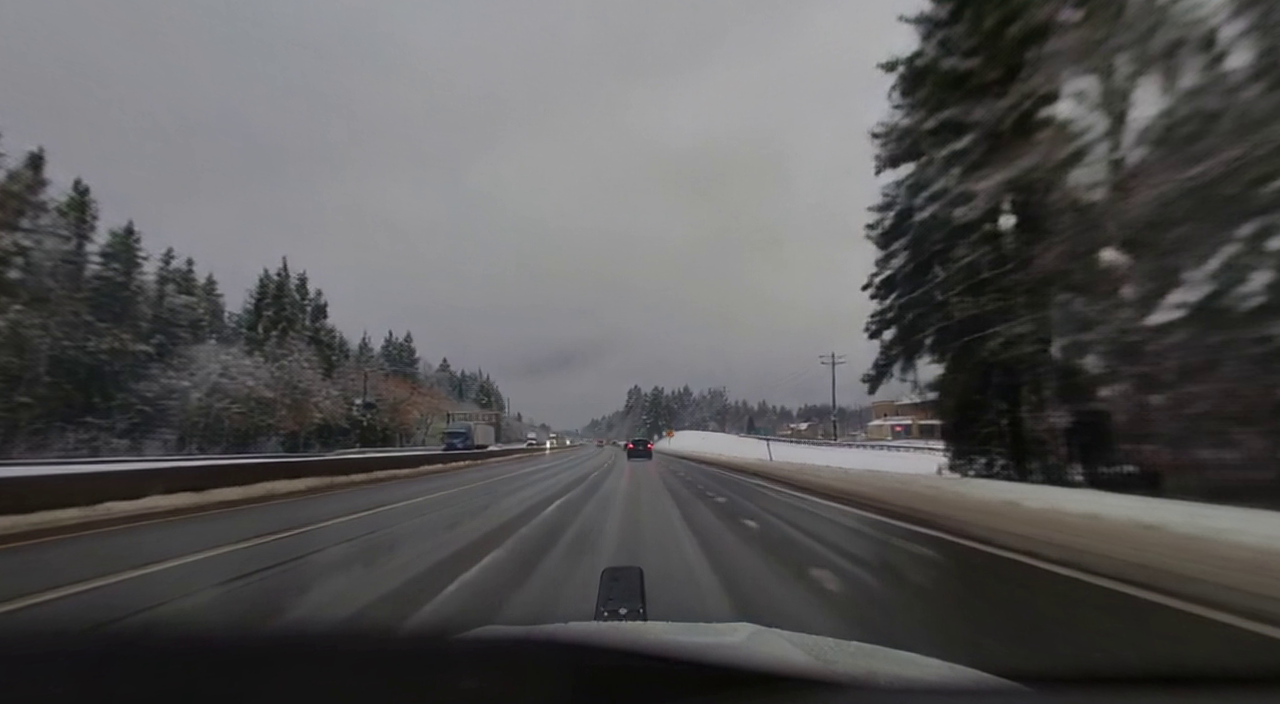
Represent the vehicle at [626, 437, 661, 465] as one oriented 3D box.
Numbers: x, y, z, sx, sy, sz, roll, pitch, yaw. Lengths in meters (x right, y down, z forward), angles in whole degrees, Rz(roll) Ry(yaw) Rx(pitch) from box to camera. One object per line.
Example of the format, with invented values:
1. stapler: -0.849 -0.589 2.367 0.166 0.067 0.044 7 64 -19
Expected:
1. vehicle: 0.151 6.293 39.935 2.029 1.666 4.064 0 -8 -2
